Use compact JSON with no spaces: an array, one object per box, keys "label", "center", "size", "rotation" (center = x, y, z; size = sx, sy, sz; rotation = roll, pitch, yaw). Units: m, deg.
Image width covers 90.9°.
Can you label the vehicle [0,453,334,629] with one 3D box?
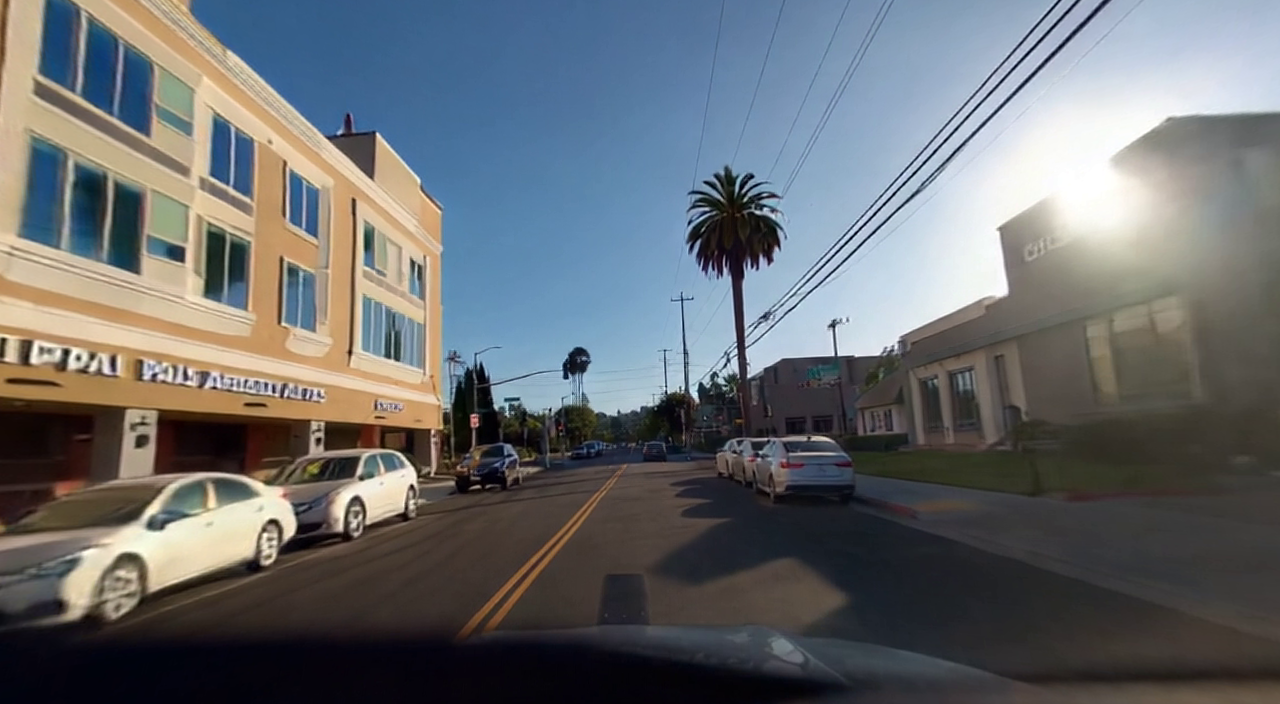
[{"label":"vehicle","center":[-6.000,2.141,8.188],"size":[1.931,1.574,4.360],"rotation":[0,-8,-2]}]

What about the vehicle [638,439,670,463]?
[{"label":"vehicle","center":[0.896,6.939,44.273],"size":[2.125,1.524,4.404],"rotation":[0,-8,0]}]

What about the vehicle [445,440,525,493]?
[{"label":"vehicle","center":[-5.962,4.440,24.950],"size":[2.126,1.864,4.831],"rotation":[0,-8,-2]}]

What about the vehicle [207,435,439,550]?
[{"label":"vehicle","center":[-6.139,2.732,13.216],"size":[2.007,1.876,5.361],"rotation":[0,-8,1]}]

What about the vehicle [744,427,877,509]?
[{"label":"vehicle","center":[3.791,2.674,14.994],"size":[1.948,1.607,4.873],"rotation":[-1,-8,2]}]
